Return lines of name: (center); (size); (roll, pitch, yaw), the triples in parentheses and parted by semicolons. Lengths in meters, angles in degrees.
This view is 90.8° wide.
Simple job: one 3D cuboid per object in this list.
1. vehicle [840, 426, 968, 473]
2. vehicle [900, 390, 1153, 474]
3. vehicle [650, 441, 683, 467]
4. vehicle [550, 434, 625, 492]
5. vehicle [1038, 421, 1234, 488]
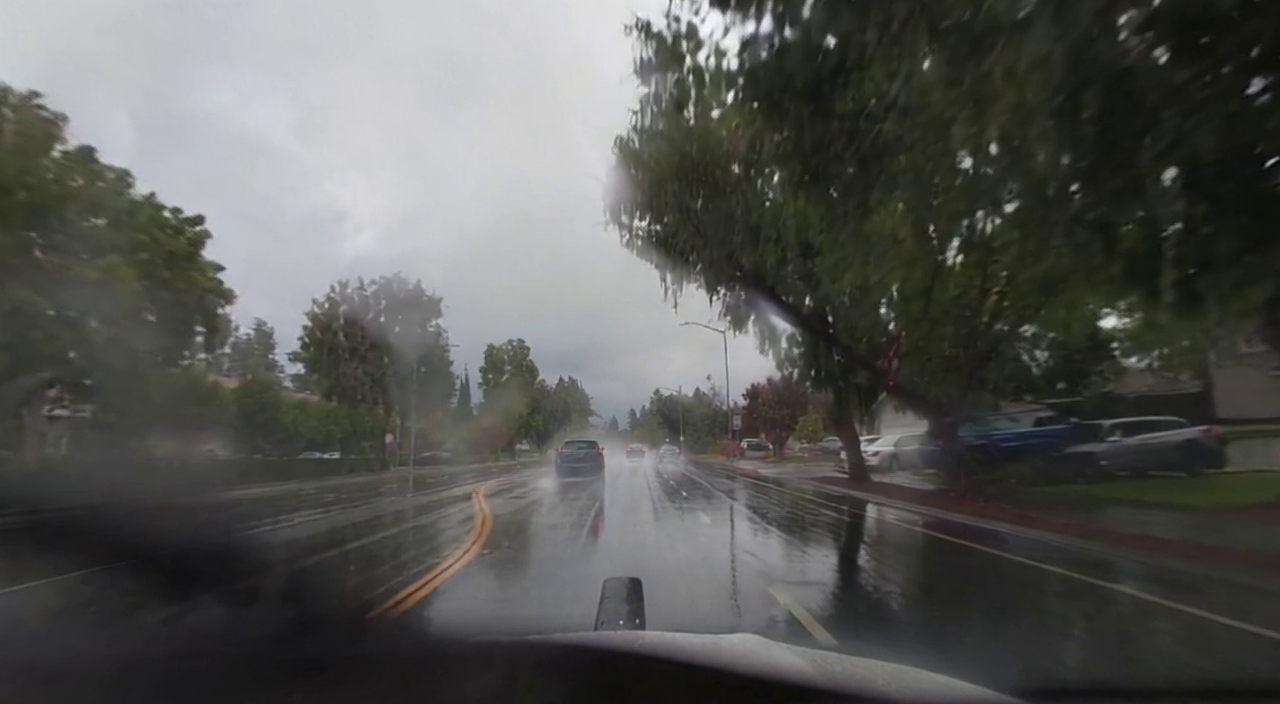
vehicle: (11.327, 4.214, 27.295); (4.560, 1.842, 2.048); (-9, -12, 43)
vehicle: (11.781, 2.573, 19.749); (2.483, 2.209, 6.171); (8, -12, -43)
vehicle: (1.685, 6.753, 41.884); (2.003, 1.614, 4.072); (0, -8, 0)
vehicle: (-1.754, 3.650, 21.229); (2.205, 1.706, 4.904); (1, -8, -5)
vehicle: (12.028, 2.483, 15.462); (1.740, 1.431, 3.431); (8, -11, -42)
